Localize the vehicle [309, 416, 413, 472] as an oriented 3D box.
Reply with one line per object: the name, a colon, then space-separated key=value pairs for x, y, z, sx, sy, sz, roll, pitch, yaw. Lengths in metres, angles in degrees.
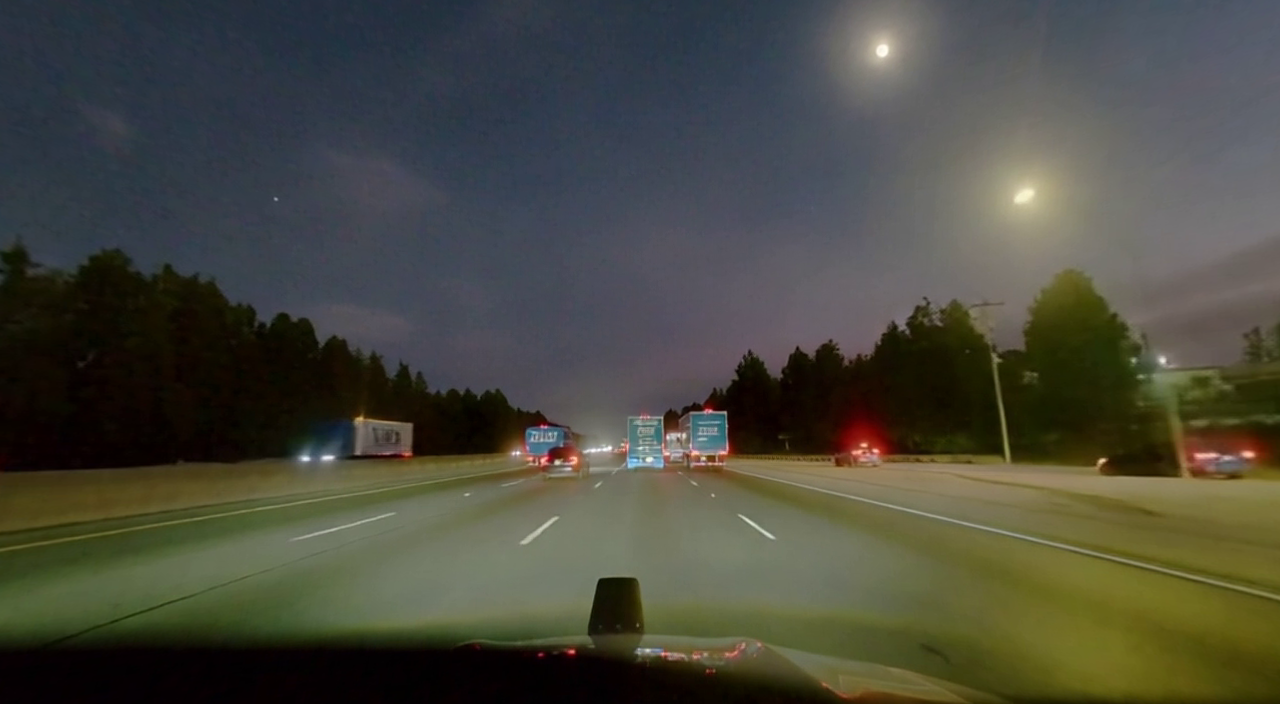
vehicle: x=-20.281 y=6.850 z=46.774 sx=3.281 sy=3.717 sz=9.377 roll=0 pitch=-9 yaw=1

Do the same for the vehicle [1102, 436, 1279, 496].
vehicle: x=17.966 y=3.595 z=20.202 sx=2.108 sy=1.659 sz=4.515 roll=4 pitch=-10 yaw=-27

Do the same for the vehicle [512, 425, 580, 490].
vehicle: x=-3.426 y=3.921 z=23.692 sx=2.033 sy=2.234 sz=3.490 roll=0 pitch=-9 yaw=0

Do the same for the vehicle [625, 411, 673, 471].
vehicle: x=0.541 y=6.861 z=48.114 sx=3.201 sy=4.019 sz=10.918 roll=0 pitch=-9 yaw=-1
